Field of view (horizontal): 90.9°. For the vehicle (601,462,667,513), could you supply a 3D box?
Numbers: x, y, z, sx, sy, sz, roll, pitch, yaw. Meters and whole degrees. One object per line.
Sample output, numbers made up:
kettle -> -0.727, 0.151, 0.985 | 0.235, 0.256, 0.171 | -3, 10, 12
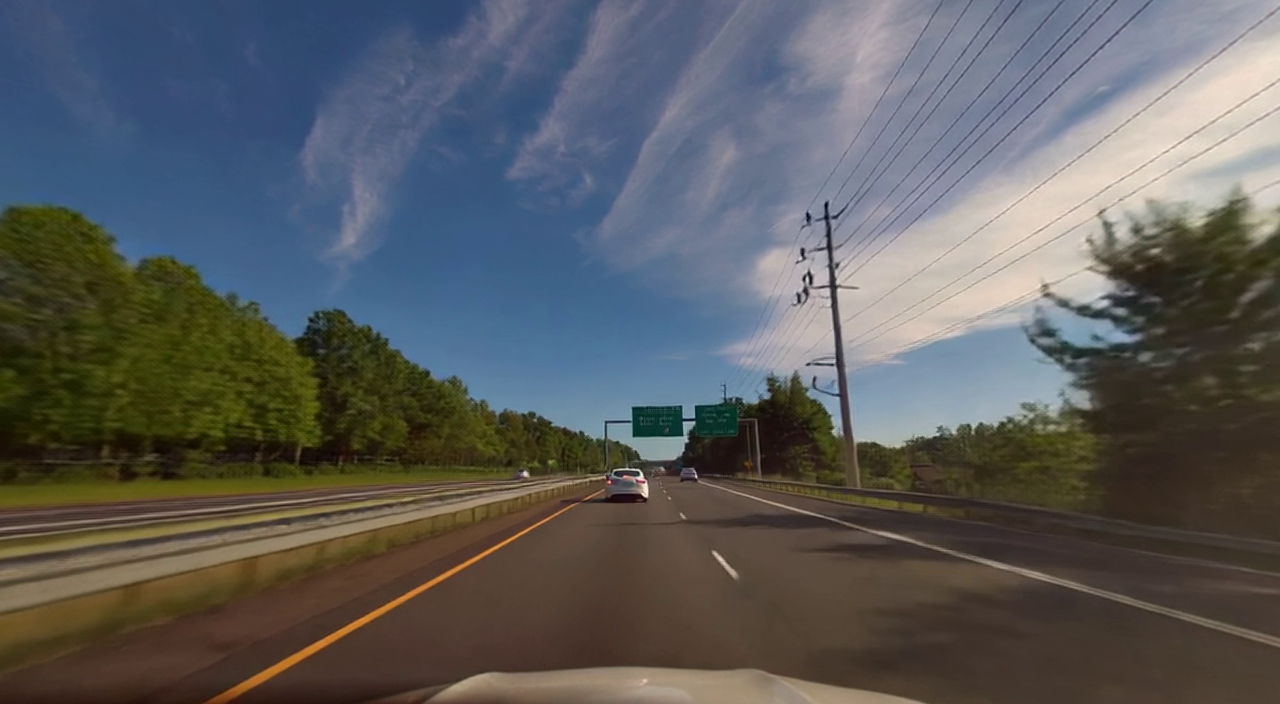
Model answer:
vehicle -> -0.188, 4.427, 20.911 | 1.987, 1.480, 3.786 | 1, -10, 0
